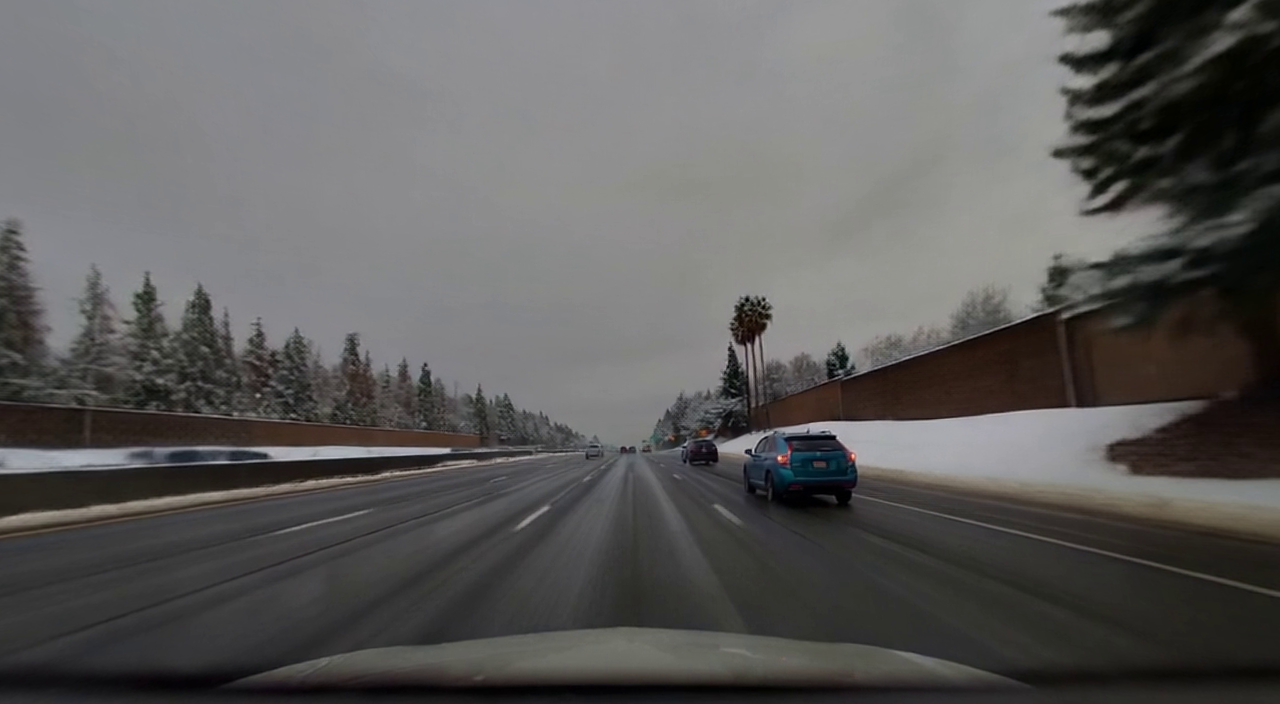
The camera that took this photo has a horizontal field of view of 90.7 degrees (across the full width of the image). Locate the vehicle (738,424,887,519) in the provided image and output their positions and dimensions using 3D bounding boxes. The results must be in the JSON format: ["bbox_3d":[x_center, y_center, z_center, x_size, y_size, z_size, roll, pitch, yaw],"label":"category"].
[{"bbox_3d":[3.442,2.464,13.558,1.910,1.696,4.187,0,-8,-1],"label":"vehicle"}]

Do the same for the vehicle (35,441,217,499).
[{"bbox_3d":[-15.946,3.648,20.035,1.916,1.608,4.537,0,-9,0],"label":"vehicle"}]

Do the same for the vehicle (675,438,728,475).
[{"bbox_3d":[2.950,5.129,31.200,2.045,1.688,4.313,0,-9,-2],"label":"vehicle"}]

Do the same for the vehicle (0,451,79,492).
[{"bbox_3d":[-26.951,5.052,26.931,1.964,1.646,4.477,0,-8,0],"label":"vehicle"}]

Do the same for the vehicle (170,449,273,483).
[{"bbox_3d":[-20.310,5.544,30.995,1.808,1.487,4.729,0,-8,0],"label":"vehicle"}]
